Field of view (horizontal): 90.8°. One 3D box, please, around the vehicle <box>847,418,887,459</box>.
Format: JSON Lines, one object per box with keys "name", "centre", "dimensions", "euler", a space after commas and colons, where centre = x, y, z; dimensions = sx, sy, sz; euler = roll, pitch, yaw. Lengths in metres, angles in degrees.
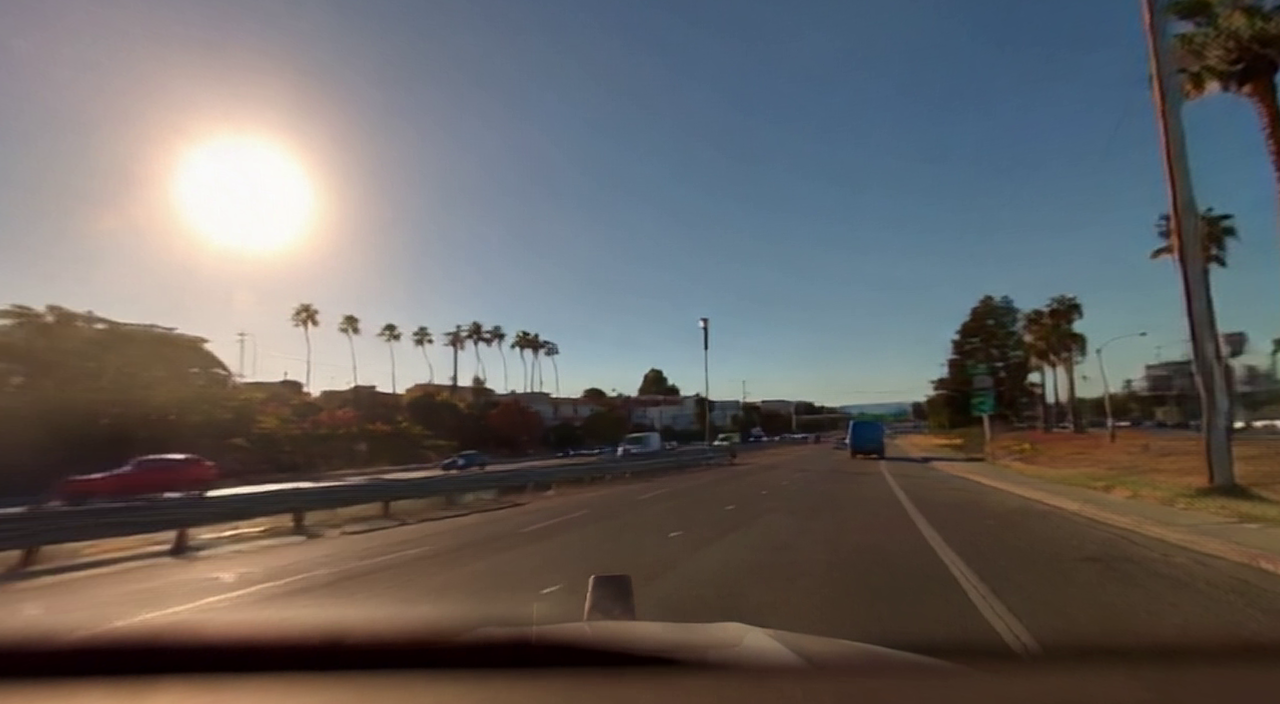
{"name": "vehicle", "centre": [17.421, 6.654, 48.567], "dimensions": [2.606, 3.020, 4.180], "euler": [-3, -8, 19]}
